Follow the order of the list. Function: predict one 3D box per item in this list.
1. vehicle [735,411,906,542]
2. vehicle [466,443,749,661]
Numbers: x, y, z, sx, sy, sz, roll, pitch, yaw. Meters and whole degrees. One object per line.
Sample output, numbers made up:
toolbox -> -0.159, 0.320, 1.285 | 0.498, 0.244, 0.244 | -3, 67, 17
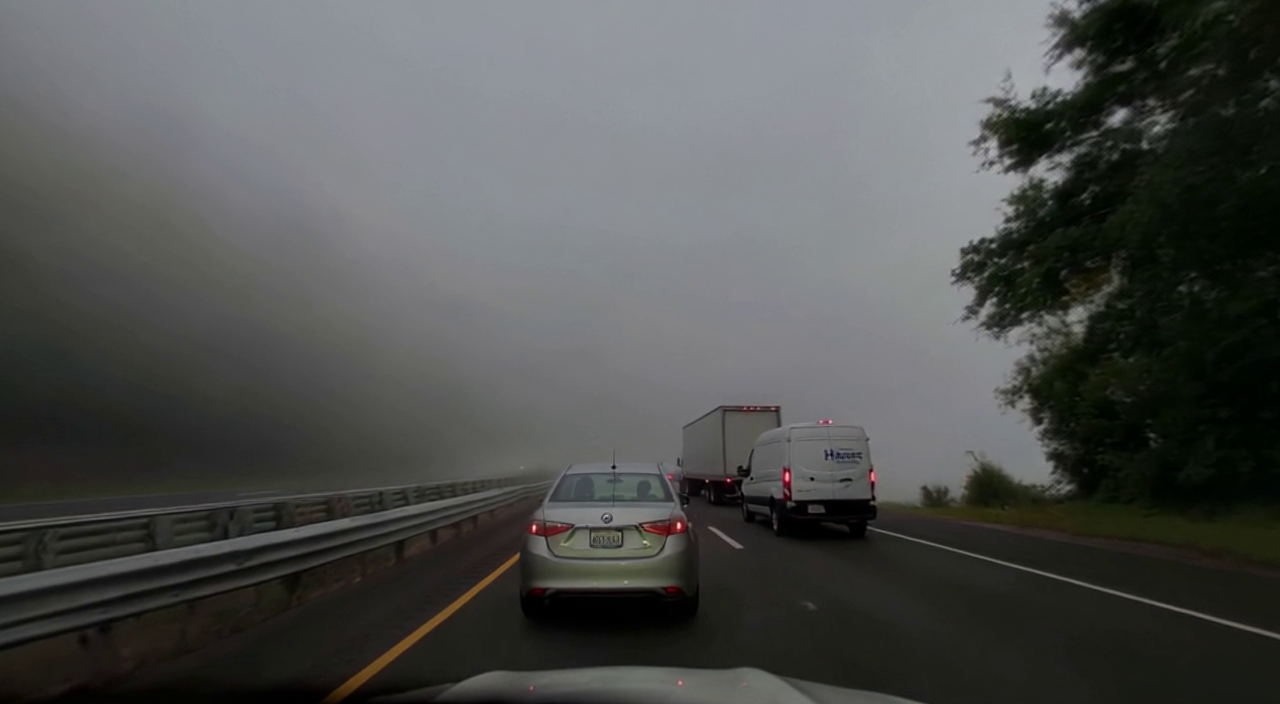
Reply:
vehicle -> 3.987, 2.955, 15.196 | 2.328, 2.537, 5.290 | 1, -11, -2
vehicle -> -0.254, 1.733, 6.212 | 1.980, 1.493, 3.410 | 1, -11, -1
